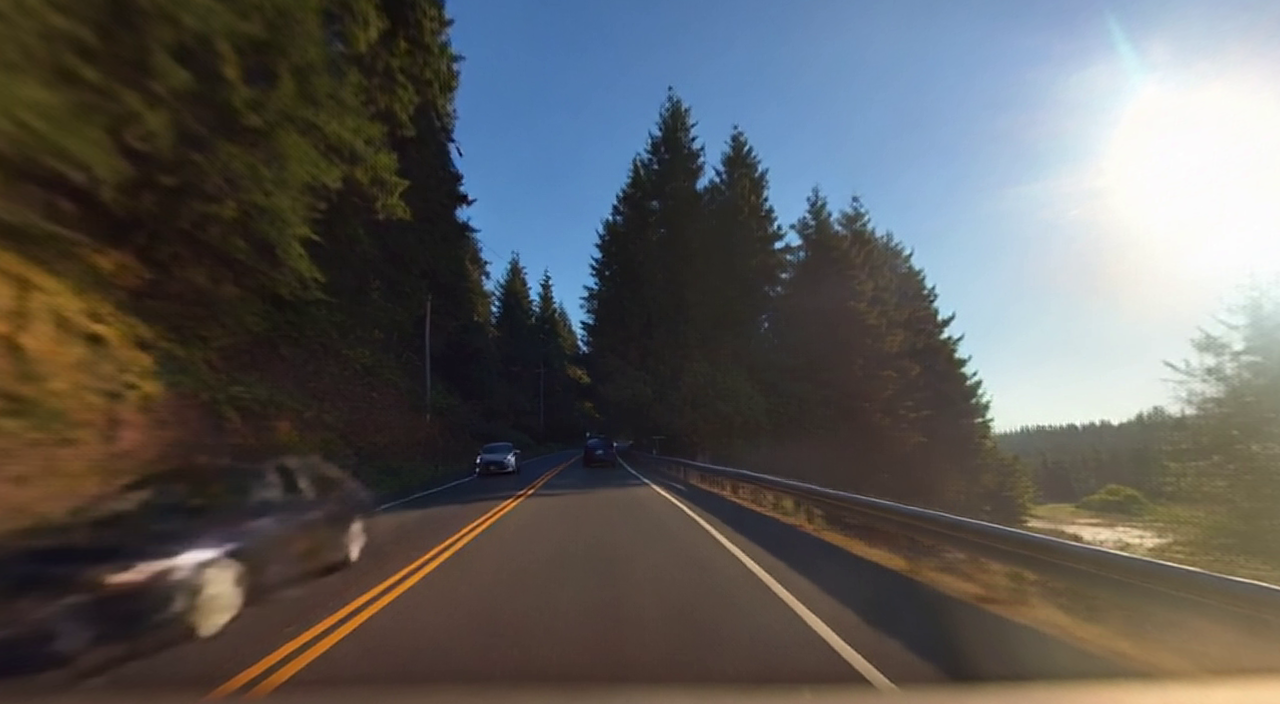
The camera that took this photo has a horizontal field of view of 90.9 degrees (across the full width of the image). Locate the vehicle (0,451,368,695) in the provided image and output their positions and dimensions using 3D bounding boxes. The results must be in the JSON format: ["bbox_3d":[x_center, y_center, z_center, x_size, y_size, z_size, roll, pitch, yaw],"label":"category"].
[{"bbox_3d":[-4.699,1.781,6.294,2.133,1.526,4.308,0,-9,-2],"label":"vehicle"}]

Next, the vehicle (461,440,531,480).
[{"bbox_3d":[-6.152,4.643,27.415,2.200,1.588,4.150,0,-9,-2],"label":"vehicle"}]

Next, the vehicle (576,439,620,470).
[{"bbox_3d":[-2.173,5.308,32.755,2.120,1.491,4.349,0,-9,-4],"label":"vehicle"}]
